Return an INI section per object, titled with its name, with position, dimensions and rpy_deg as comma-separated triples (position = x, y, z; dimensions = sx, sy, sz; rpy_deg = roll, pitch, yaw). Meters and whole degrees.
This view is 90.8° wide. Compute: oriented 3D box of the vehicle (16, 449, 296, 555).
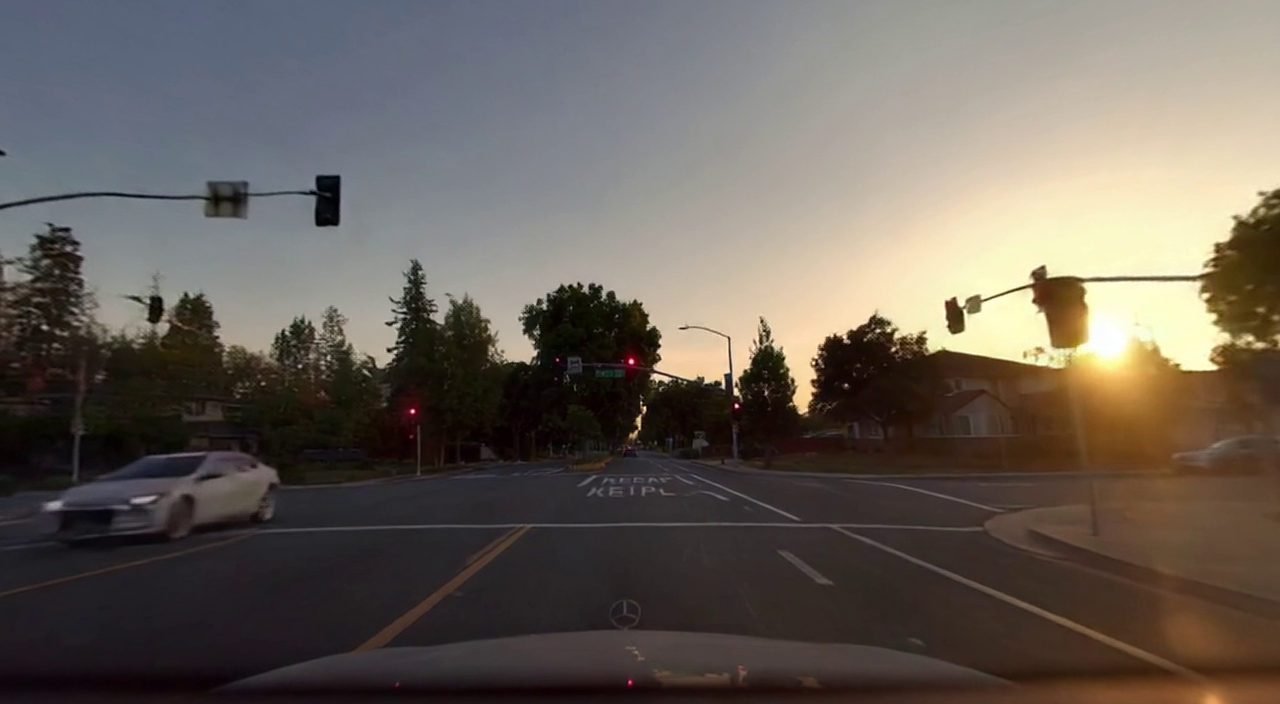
[vehicle]
position = -8.062, 2.475, 11.091
dimensions = 1.869, 1.497, 3.768
rpy_deg = 0, -9, 0
